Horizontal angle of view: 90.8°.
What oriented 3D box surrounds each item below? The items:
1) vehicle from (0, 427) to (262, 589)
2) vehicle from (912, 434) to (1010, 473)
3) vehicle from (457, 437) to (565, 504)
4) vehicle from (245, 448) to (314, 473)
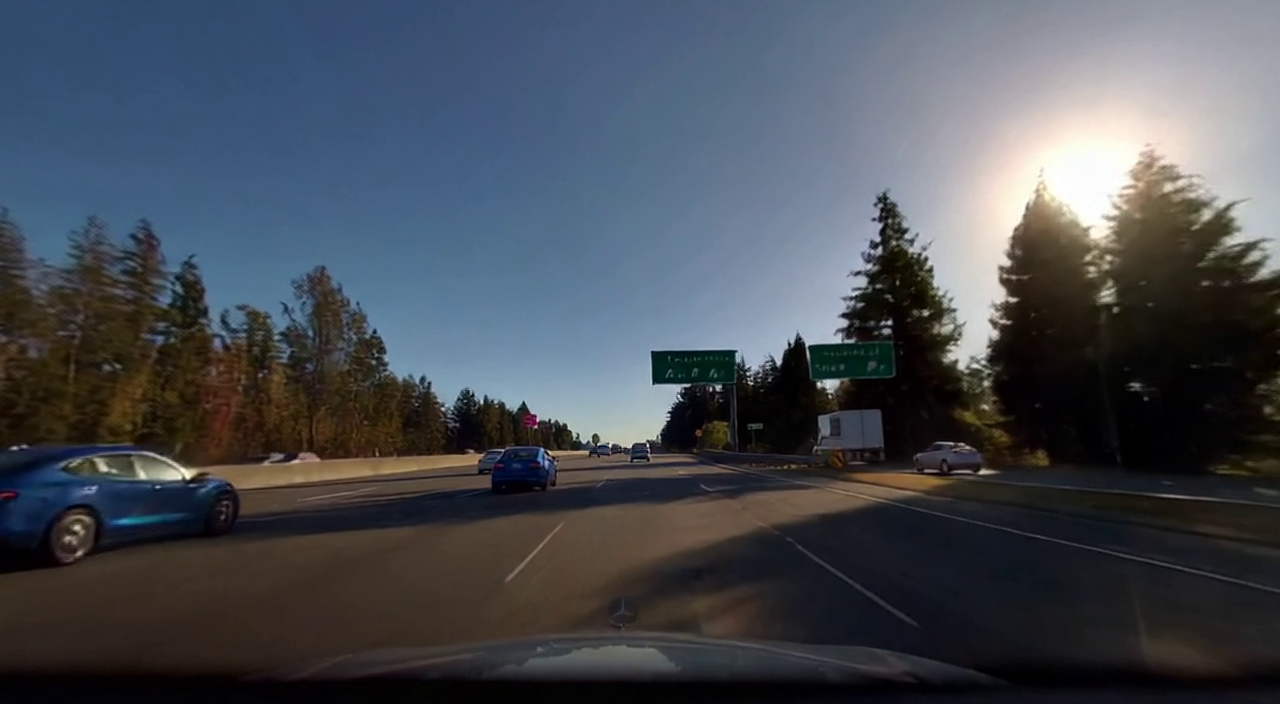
[{"bbox_3d":[-7.129,1.771,7.850,1.955,1.540,4.715,0,-9,-1],"label":"vehicle"},{"bbox_3d":[15.143,4.832,30.176,2.081,1.707,4.756,0,-9,-1],"label":"vehicle"},{"bbox_3d":[-3.281,3.103,16.963,2.020,1.554,4.137,0,-9,0],"label":"vehicle"},{"bbox_3d":[-24.841,7.487,43.791,1.978,1.573,4.700,0,-9,0],"label":"vehicle"}]
